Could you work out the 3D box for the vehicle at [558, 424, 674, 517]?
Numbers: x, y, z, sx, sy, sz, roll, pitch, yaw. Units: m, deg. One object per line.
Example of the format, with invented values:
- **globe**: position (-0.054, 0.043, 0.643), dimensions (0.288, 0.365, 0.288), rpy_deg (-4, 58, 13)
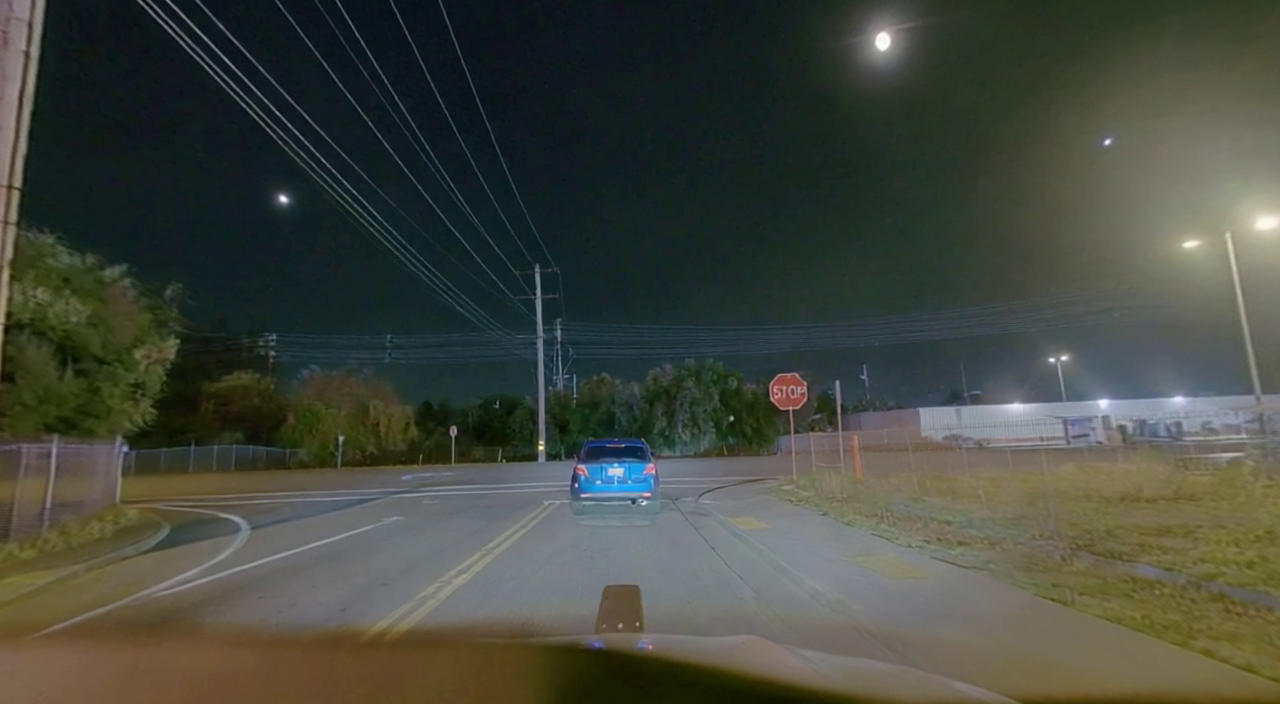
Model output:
- **vehicle**: position (-0.574, 2.504, 13.826), dimensions (2.137, 1.698, 4.166), rpy_deg (0, -8, -4)
